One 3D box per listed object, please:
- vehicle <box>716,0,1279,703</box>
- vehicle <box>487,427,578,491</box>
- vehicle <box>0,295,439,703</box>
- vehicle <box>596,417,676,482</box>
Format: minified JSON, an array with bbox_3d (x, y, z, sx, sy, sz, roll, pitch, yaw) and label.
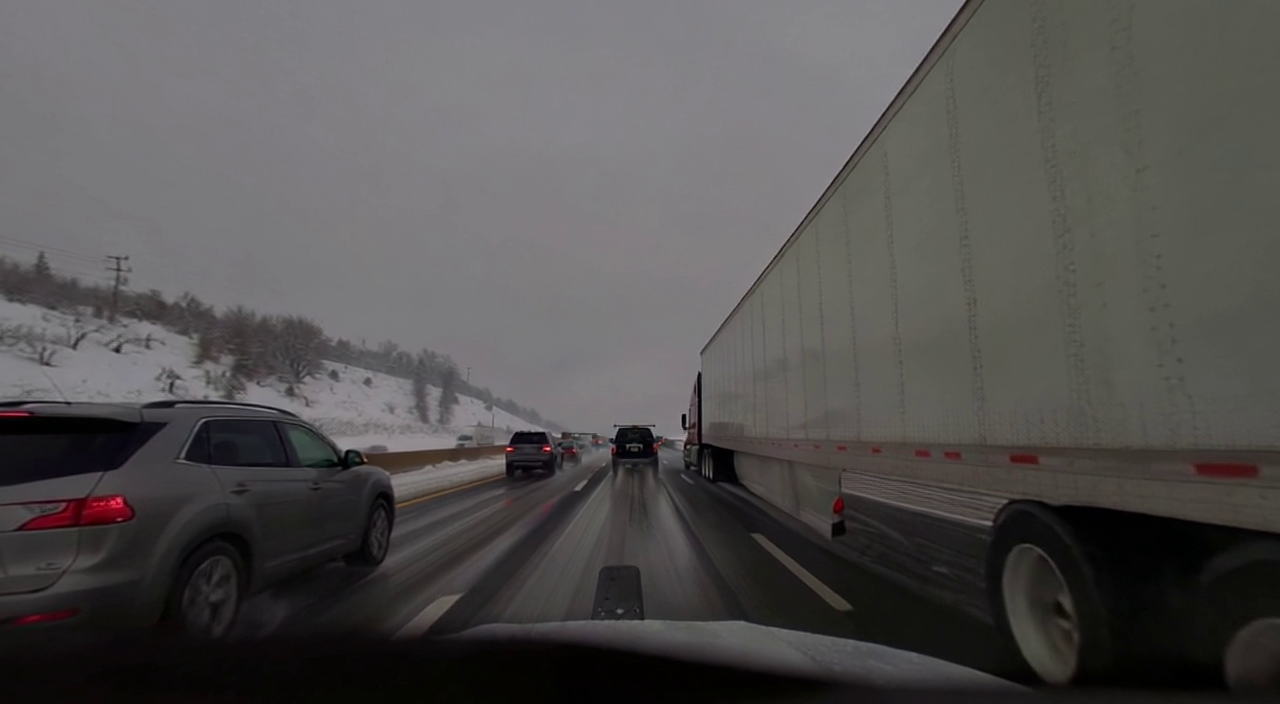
[{"bbox_3d":[3.552,0.417,8.334,2.852,4.121,16.210,0,-8,-1],"label":"vehicle"},{"bbox_3d":[-3.350,3.453,20.651,2.120,1.812,4.659,0,-8,1],"label":"vehicle"},{"bbox_3d":[-3.266,1.035,4.236,2.193,1.803,4.958,0,-8,0],"label":"vehicle"},{"bbox_3d":[-0.167,3.767,24.476,2.704,2.216,5.804,0,-8,0],"label":"vehicle"}]
